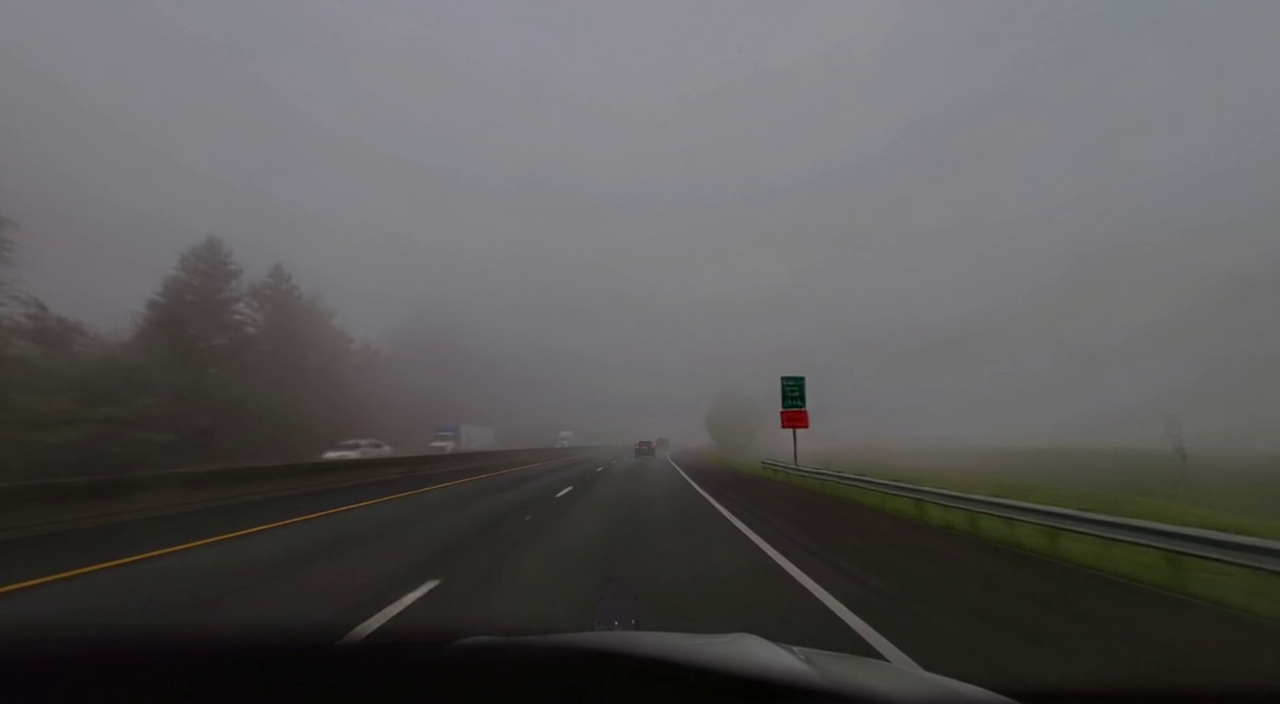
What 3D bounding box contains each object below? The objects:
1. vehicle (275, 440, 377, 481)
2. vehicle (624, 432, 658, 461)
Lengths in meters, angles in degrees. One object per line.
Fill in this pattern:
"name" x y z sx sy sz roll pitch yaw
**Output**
"vehicle" -13.908 4.805 28.270 1.981 1.665 4.725 -1 -8 2
"vehicle" 0.109 6.457 43.104 2.188 1.825 4.282 -1 -8 1
